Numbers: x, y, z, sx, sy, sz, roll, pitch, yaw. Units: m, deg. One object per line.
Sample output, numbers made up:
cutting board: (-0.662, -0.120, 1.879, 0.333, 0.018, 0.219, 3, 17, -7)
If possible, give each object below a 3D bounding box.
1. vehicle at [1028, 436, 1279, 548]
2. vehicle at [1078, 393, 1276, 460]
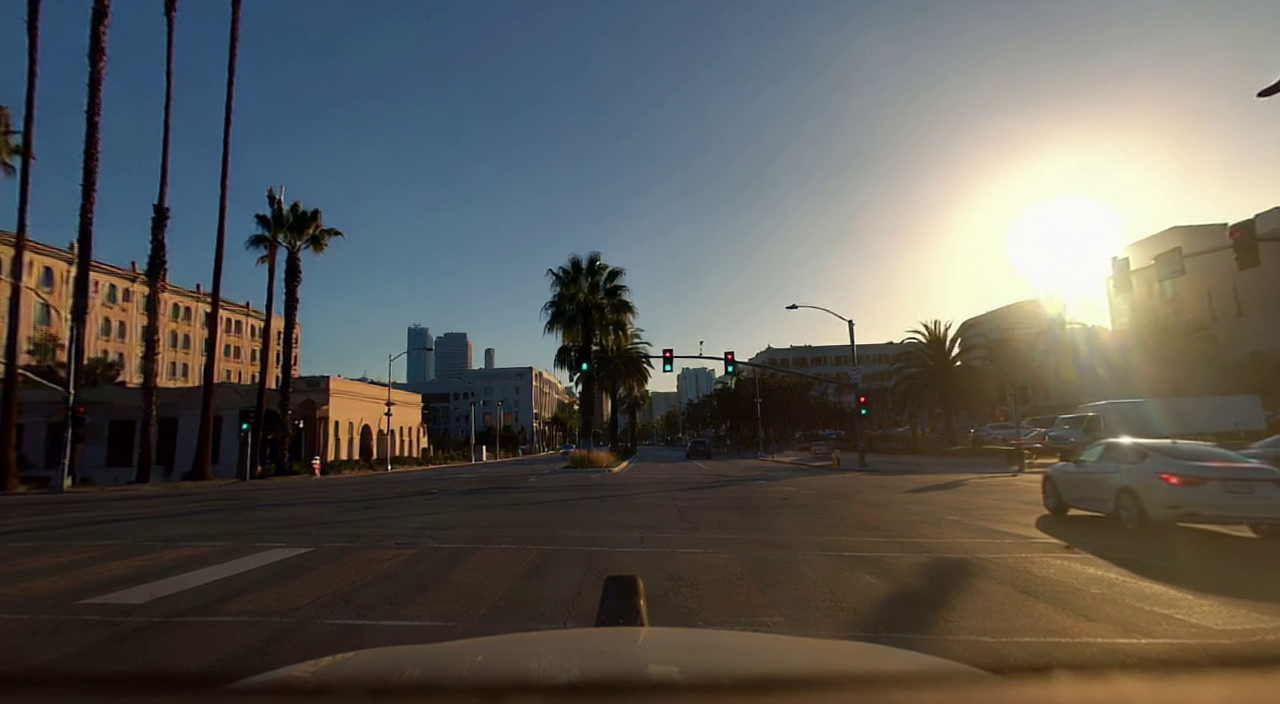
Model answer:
vehicle: (8.810, 2.203, 10.677, 2.003, 1.475, 4.520, -1, -9, 6)
vehicle: (32.627, 4.725, 39.332, 2.863, 3.609, 10.252, 0, -8, -3)
